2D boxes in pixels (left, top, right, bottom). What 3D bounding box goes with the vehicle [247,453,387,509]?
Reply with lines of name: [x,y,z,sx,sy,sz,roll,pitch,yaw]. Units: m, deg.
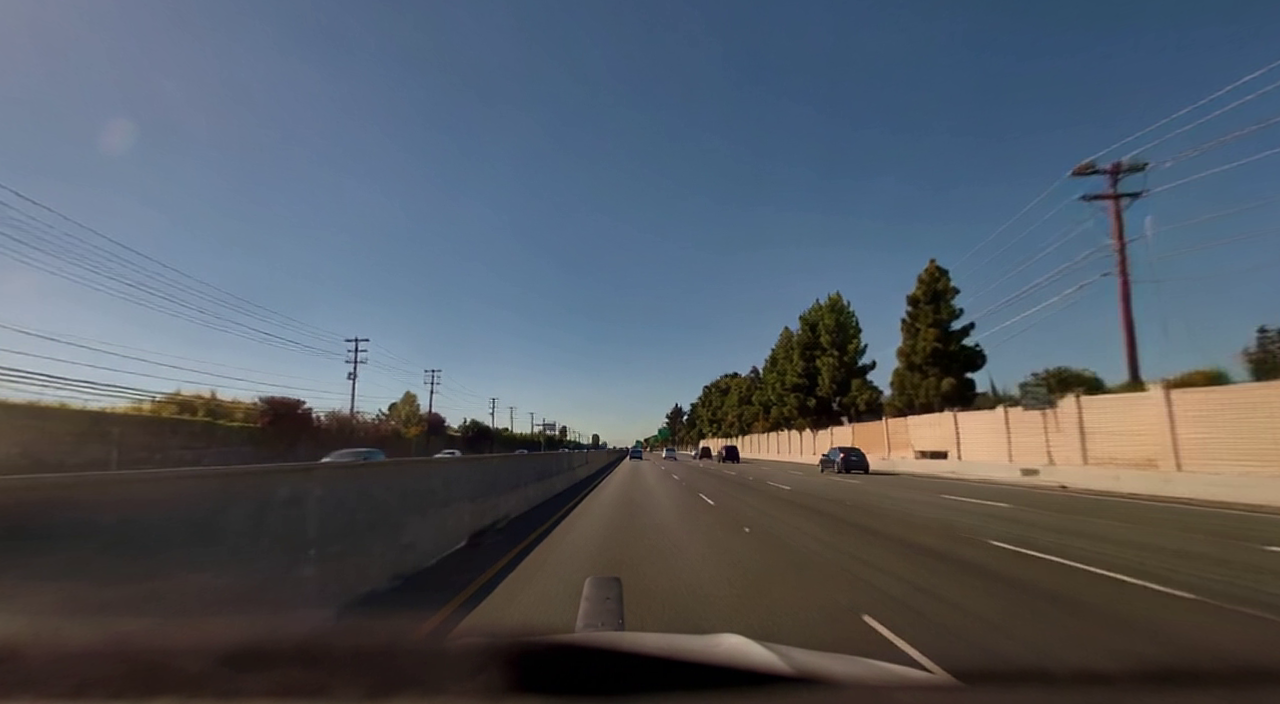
vehicle: [-9.971,3.970,19.987,1.989,1.498,4.593,0,-9,0]

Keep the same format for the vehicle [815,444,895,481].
vehicle: [9.654,4.978,28.785,1.969,1.506,4.422,0,-9,-1]

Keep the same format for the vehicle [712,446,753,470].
vehicle: [6.437,7.386,44.252,2.069,1.520,4.614,0,-9,-1]
